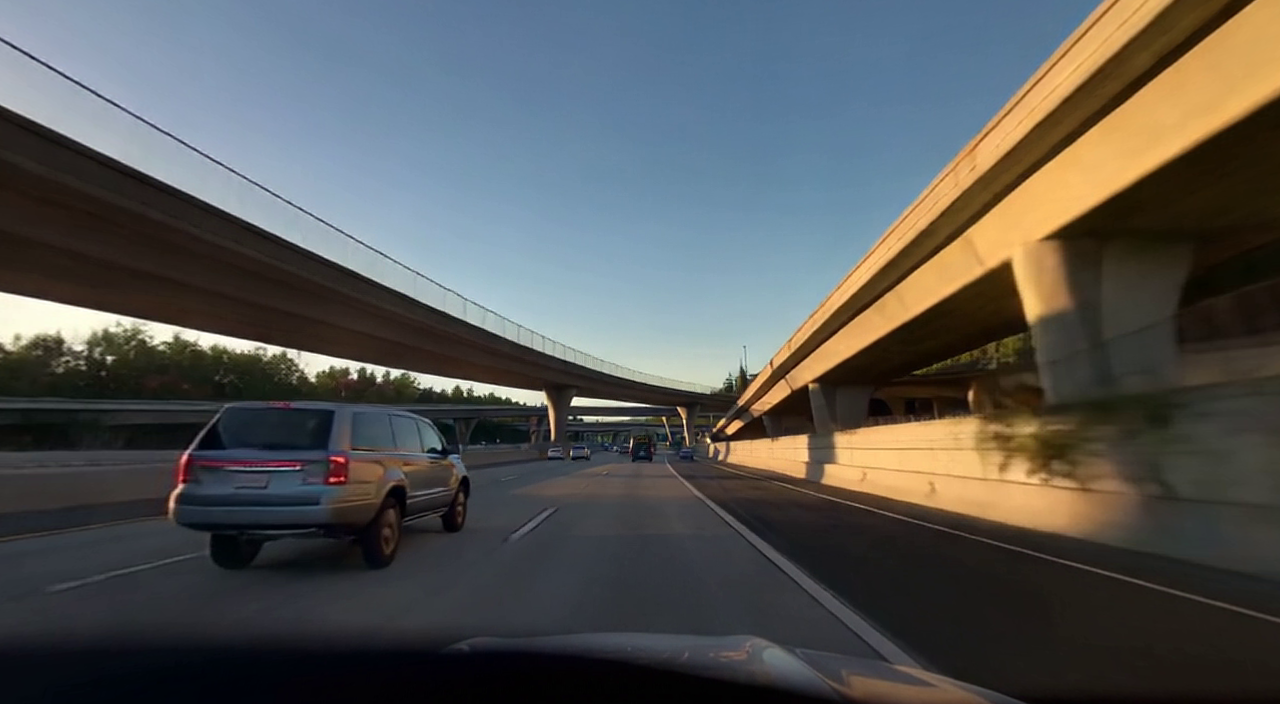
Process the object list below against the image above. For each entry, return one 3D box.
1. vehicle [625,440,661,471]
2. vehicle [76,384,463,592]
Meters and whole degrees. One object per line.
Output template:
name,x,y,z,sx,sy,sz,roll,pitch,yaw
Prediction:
vehicle,0.164,6.148,37.685,2.052,1.711,4.223,0,-8,0
vehicle,-4.120,1.619,8.329,2.147,1.918,4.834,0,-8,0
